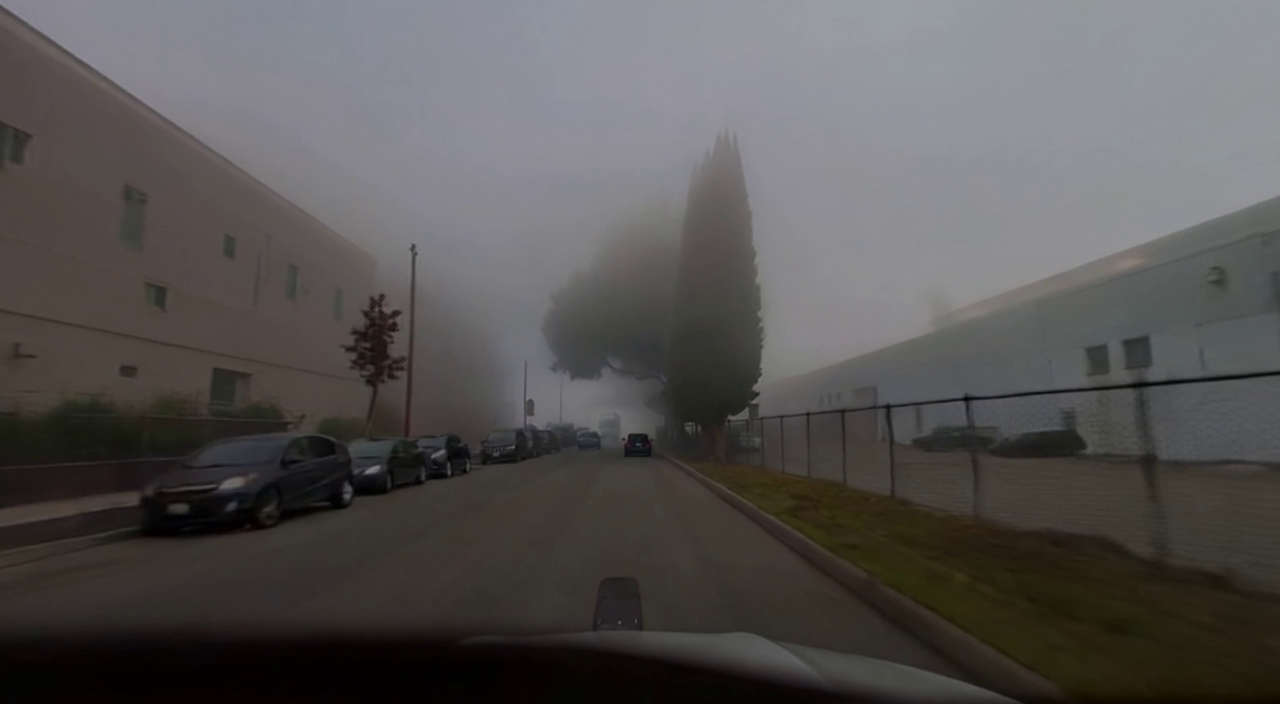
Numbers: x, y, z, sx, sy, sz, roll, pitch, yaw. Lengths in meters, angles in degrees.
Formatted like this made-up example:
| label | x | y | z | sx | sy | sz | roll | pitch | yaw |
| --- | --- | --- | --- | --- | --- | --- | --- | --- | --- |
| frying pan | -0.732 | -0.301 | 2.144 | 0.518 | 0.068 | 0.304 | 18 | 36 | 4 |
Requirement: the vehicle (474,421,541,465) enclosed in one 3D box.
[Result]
| label | x | y | z | sx | sy | sz | roll | pitch | yaw |
| --- | --- | --- | --- | --- | --- | --- | --- | --- | --- |
| vehicle | -6.436 | 4.531 | 31.364 | 2.139 | 1.943 | 5.295 | -1 | -8 | 1 |

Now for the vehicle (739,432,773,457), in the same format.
| label | x | y | z | sx | sy | sz | roll | pitch | yaw |
| --- | --- | --- | --- | --- | --- | --- | --- | --- | --- |
| vehicle | 8.309 | 6.639 | 45.483 | 1.874 | 1.669 | 4.083 | 0 | -7 | 3 |

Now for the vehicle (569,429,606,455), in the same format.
| label | x | y | z | sx | sy | sz | roll | pitch | yaw |
| --- | --- | --- | --- | --- | --- | --- | --- | --- | --- |
| vehicle | -3.677 | 6.370 | 44.886 | 2.157 | 1.703 | 4.310 | 0 | -7 | 1 |

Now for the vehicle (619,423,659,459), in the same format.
| label | x | y | z | sx | sy | sz | roll | pitch | yaw |
| --- | --- | --- | --- | --- | --- | --- | --- | --- | --- |
| vehicle | -0.027 | 4.990 | 35.634 | 2.152 | 1.874 | 4.042 | 0 | -7 | 1 |

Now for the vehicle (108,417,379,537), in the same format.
| label | x | y | z | sx | sy | sz | roll | pitch | yaw |
| --- | --- | --- | --- | --- | --- | --- | --- | --- | --- |
| vehicle | -6.374 | 1.987 | 10.866 | 1.926 | 1.647 | 4.185 | 0 | -7 | 0 |
